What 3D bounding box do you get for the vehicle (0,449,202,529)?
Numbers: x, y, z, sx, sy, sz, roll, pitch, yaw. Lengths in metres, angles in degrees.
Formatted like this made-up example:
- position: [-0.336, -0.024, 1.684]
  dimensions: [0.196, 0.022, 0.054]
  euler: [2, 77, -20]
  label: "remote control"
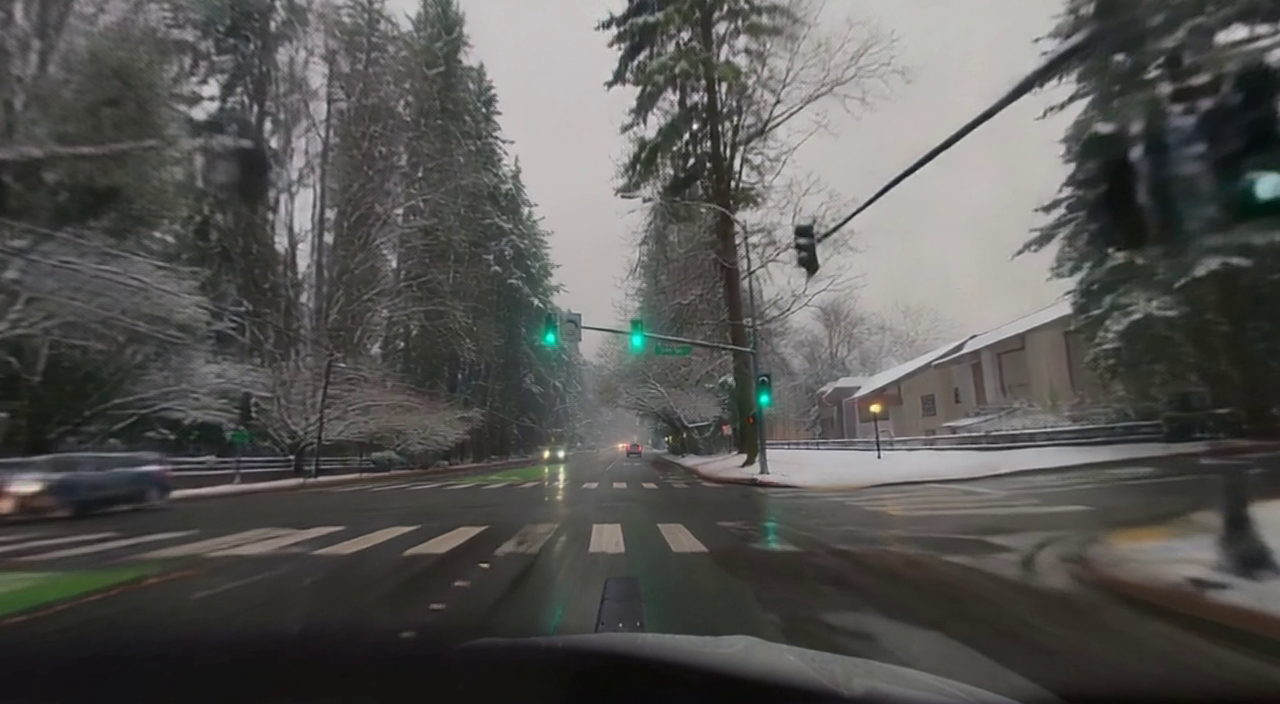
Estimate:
- position: [-14.607, 3.527, 16.990]
  dimensions: [2.113, 1.804, 4.732]
  euler: [0, -9, 2]
  label: "vehicle"
